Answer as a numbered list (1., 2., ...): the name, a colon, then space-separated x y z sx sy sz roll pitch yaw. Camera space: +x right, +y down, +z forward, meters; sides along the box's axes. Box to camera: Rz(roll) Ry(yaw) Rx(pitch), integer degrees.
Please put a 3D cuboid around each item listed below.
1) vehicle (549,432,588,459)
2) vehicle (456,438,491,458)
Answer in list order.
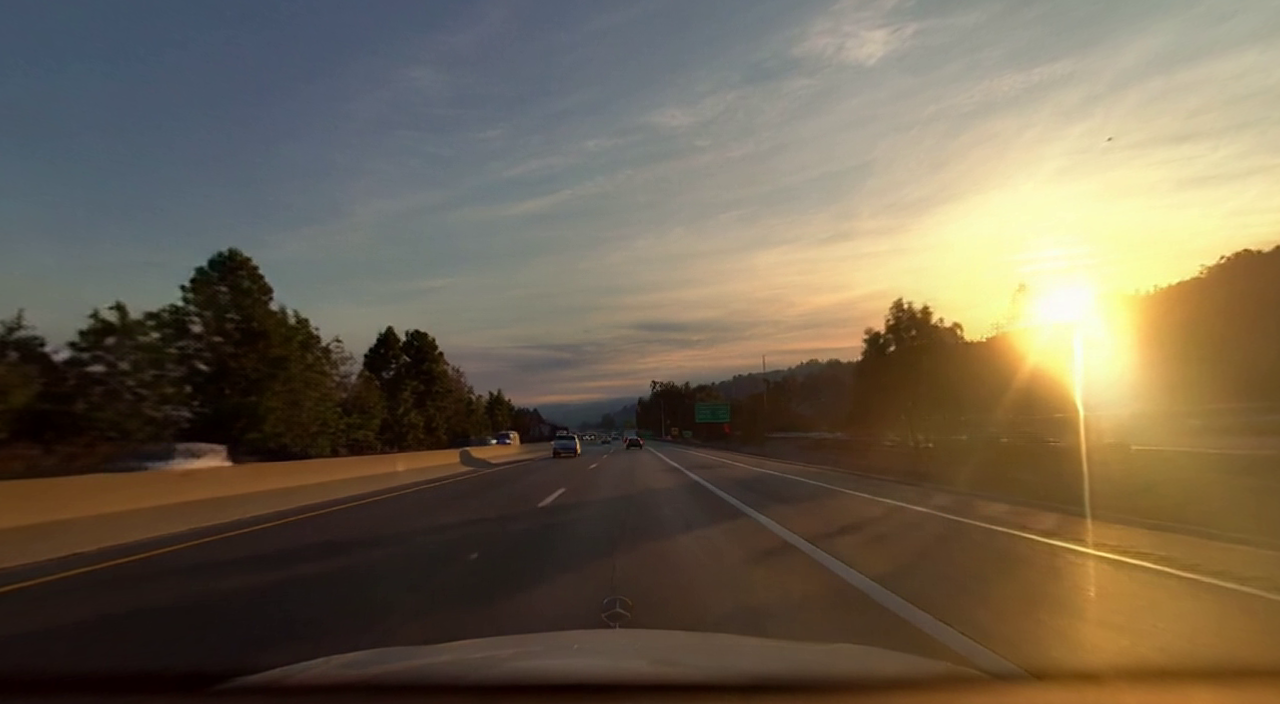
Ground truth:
1. vehicle: -4.497 5.927 40.256 2.003 1.626 4.256 0 -8 0
2. vehicle: -12.839 7.410 48.806 1.760 1.434 3.811 0 -7 -1
